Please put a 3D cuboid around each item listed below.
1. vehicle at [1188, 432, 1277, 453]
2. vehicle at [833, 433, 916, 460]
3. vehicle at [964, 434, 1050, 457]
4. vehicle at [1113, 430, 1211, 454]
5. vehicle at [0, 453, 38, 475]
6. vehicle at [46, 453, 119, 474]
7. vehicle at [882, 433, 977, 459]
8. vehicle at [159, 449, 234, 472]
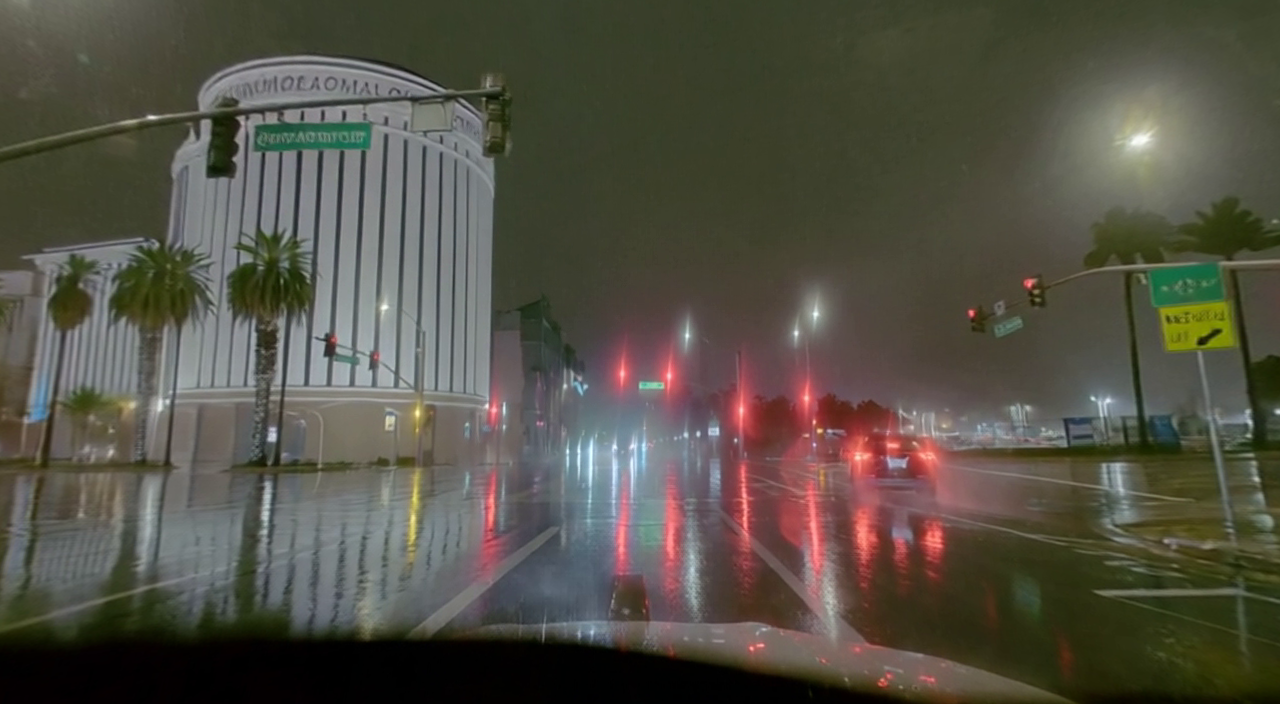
[{"bbox_3d":[42.279,6.483,45.040,4.437,1.469,1.811,0,-8,0],"label":"vehicle"},{"bbox_3d":[15.189,6.153,41.017,4.648,1.665,1.910,0,-8,-1],"label":"vehicle"},{"bbox_3d":[23.689,6.040,40.768,4.423,1.465,1.798,0,-8,1],"label":"vehicle"},{"bbox_3d":[33.328,5.748,40.344,4.567,1.458,1.791,0,-8,2],"label":"vehicle"},{"bbox_3d":[-47.871,8.395,47.191,3.786,1.555,1.702,0,-8,2],"label":"vehicle"},{"bbox_3d":[-41.565,8.293,47.054,3.698,1.467,1.779,0,-8,1],"label":"vehicle"},{"bbox_3d":[17.070,5.578,37.290,4.684,1.461,1.777,0,-8,-1],"label":"vehicle"},{"bbox_3d":[-33.013,8.089,47.007,4.136,1.661,1.857,0,-8,1],"label":"vehicle"}]
